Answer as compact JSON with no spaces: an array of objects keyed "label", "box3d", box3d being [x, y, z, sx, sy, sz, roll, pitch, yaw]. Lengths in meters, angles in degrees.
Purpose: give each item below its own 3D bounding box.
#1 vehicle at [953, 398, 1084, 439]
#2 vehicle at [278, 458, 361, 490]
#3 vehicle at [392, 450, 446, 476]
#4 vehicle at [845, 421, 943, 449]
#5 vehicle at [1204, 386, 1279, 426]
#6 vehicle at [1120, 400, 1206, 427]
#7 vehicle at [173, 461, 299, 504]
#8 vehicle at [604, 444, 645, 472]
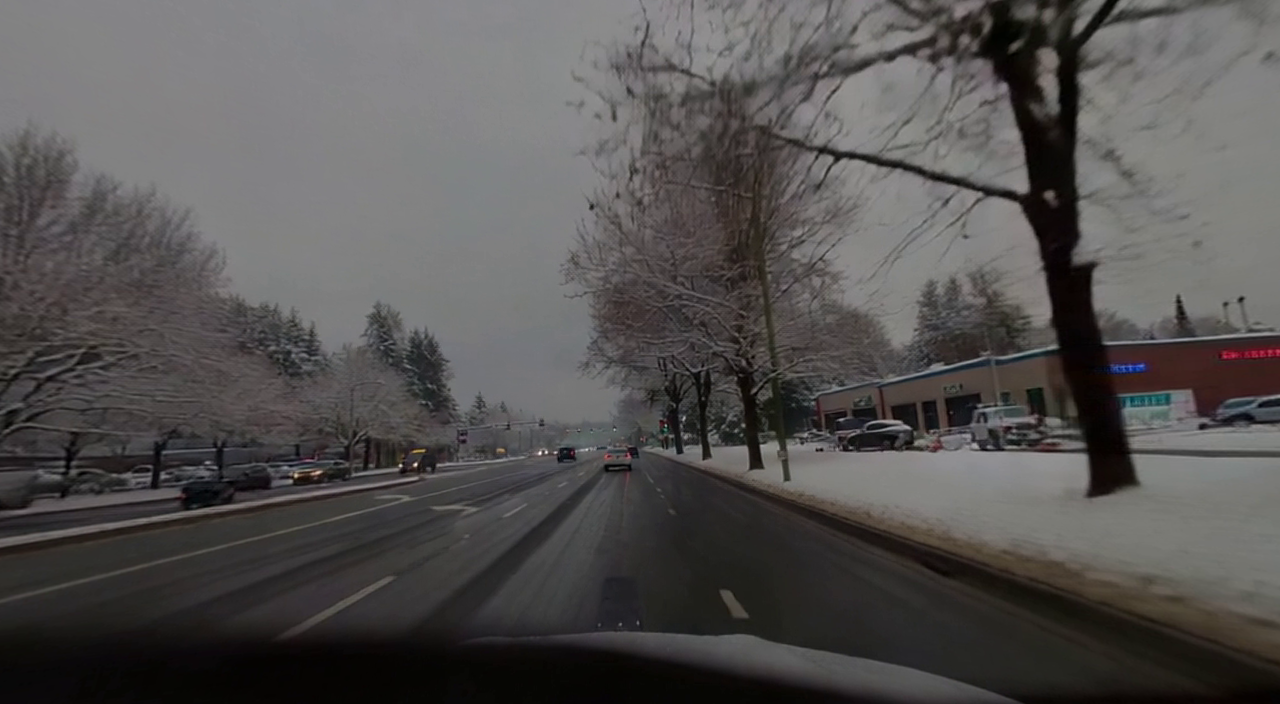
[{"label":"vehicle","box3d":[15.082,2.709,25.306,3.956,1.504,2.170,2,-9,-9]},{"label":"vehicle","box3d":[-17.070,6.499,33.978,1.985,1.471,4.797,0,-8,0]},{"label":"vehicle","box3d":[-16.873,8.455,48.508,2.342,1.868,4.758,0,-8,0]},{"label":"vehicle","box3d":[13.146,4.330,32.948,4.144,1.407,2.201,0,-8,-2]},{"label":"vehicle","box3d":[28.831,2.516,28.826,1.857,1.615,4.839,0,-8,2]},{"label":"vehicle","box3d":[38.114,4.570,46.235,2.472,1.736,4.684,-1,-8,5]},{"label":"vehicle","box3d":[-16.545,5.332,26.225,2.058,1.459,4.704,0,-8,1]},{"label":"vehicle","box3d":[-0.840,6.185,37.099,2.235,1.500,4.420,0,-8,1]}]
